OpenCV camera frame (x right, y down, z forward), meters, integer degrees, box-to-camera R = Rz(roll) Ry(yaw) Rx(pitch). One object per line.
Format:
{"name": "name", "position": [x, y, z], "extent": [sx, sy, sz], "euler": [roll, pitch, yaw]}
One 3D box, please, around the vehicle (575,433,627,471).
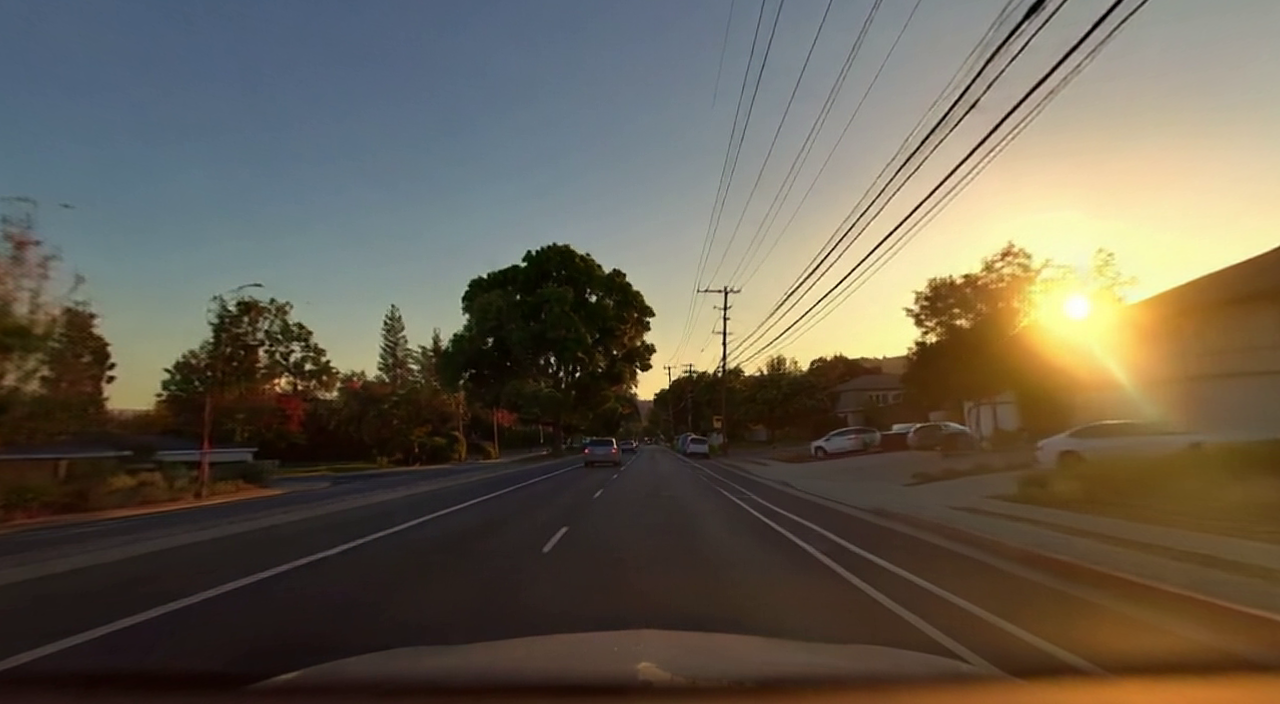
{"name": "vehicle", "position": [-1.971, 5.320, 33.817], "extent": [2.327, 1.861, 4.941], "euler": [0, -9, 2]}

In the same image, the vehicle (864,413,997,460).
{"name": "vehicle", "position": [12.497, 3.683, 27.317], "extent": [4.719, 1.553, 1.889], "euler": [-5, -8, 0]}

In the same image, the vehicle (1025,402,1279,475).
{"name": "vehicle", "position": [11.844, 2.046, 14.636], "extent": [2.212, 1.404, 4.283], "euler": [2, -10, -33]}
